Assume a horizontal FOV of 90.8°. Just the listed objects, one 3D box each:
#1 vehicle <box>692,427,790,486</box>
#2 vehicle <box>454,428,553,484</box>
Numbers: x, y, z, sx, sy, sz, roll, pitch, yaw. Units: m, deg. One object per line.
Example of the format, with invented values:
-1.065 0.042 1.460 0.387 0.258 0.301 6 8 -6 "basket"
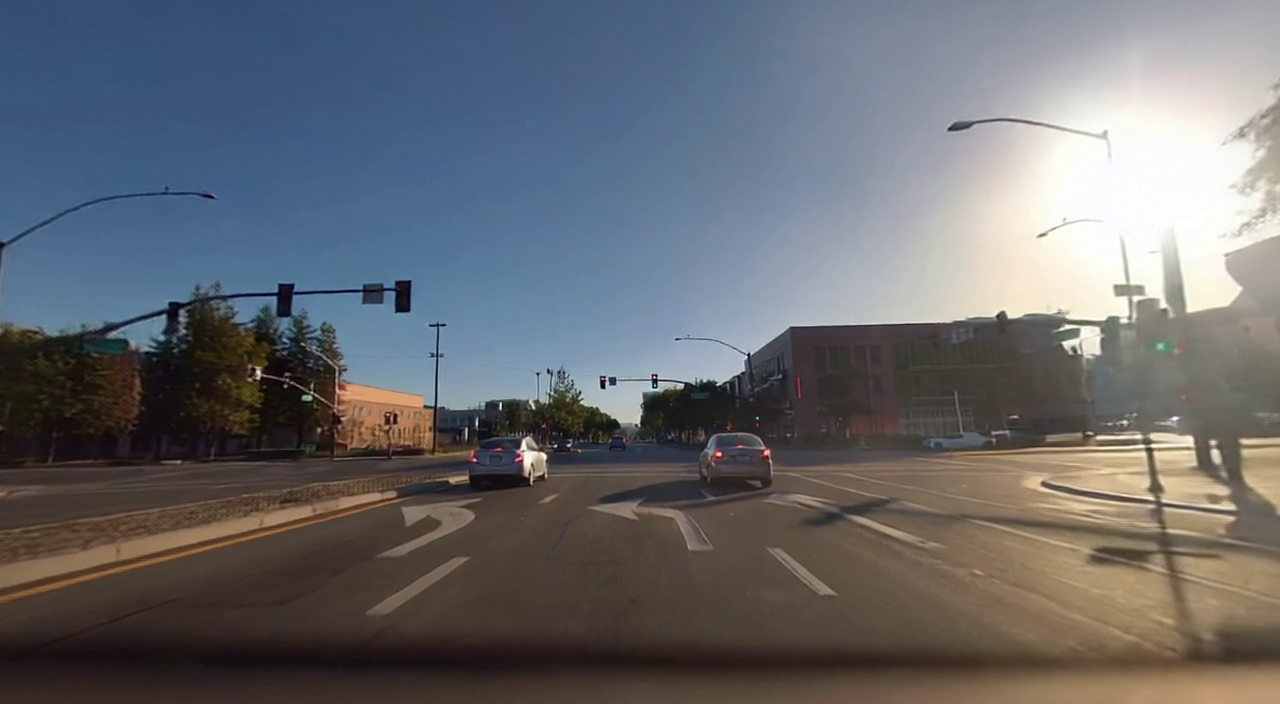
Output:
2.865 3.105 19.058 2.130 1.524 4.722 0 -8 -1 "vehicle"
-4.026 3.160 19.457 1.973 1.526 4.533 0 -8 1 "vehicle"
